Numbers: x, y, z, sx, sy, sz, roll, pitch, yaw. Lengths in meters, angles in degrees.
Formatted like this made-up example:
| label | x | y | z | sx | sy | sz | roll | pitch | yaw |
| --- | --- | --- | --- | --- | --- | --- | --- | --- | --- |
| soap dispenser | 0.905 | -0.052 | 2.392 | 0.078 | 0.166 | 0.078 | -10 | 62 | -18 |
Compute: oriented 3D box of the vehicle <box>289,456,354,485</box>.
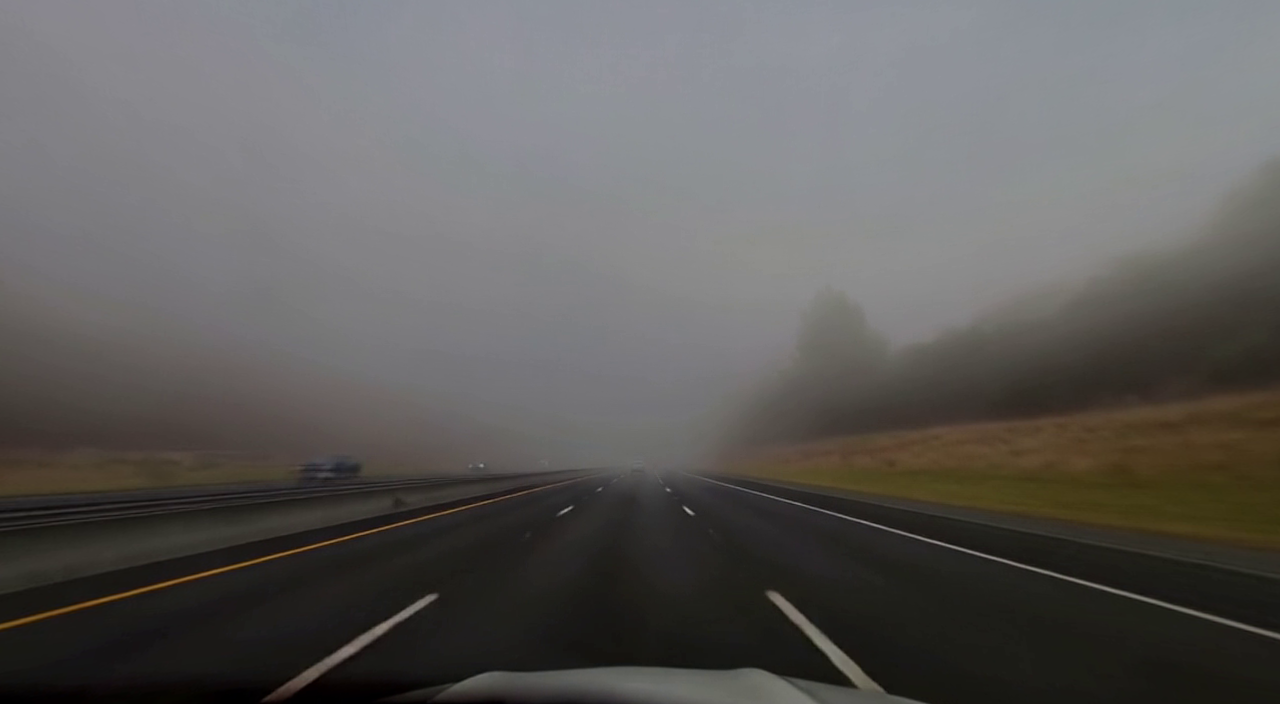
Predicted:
| label | x | y | z | sx | sy | sz | roll | pitch | yaw |
| --- | --- | --- | --- | --- | --- | --- | --- | --- | --- |
| vehicle | -19.234 | 7.188 | 38.199 | 1.852 | 1.654 | 3.850 | 1 | -10 | 0 |
